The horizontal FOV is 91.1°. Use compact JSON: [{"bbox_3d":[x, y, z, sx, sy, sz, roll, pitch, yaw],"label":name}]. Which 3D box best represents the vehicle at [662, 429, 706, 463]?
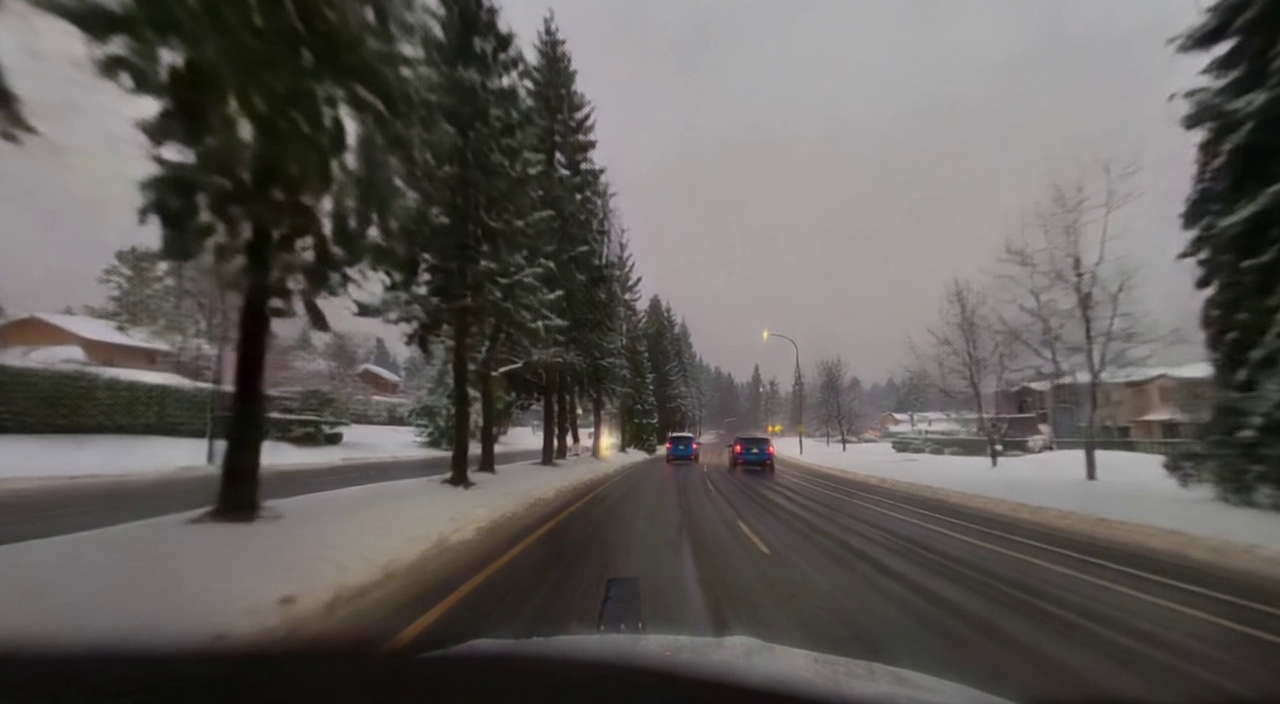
[{"bbox_3d":[2.637,5.439,36.315,2.251,1.822,4.391,-1,-8,7],"label":"vehicle"}]

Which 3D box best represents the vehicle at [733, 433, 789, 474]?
[{"bbox_3d":[5.254,4.471,27.874,1.971,1.663,4.287,-1,-8,5],"label":"vehicle"}]
